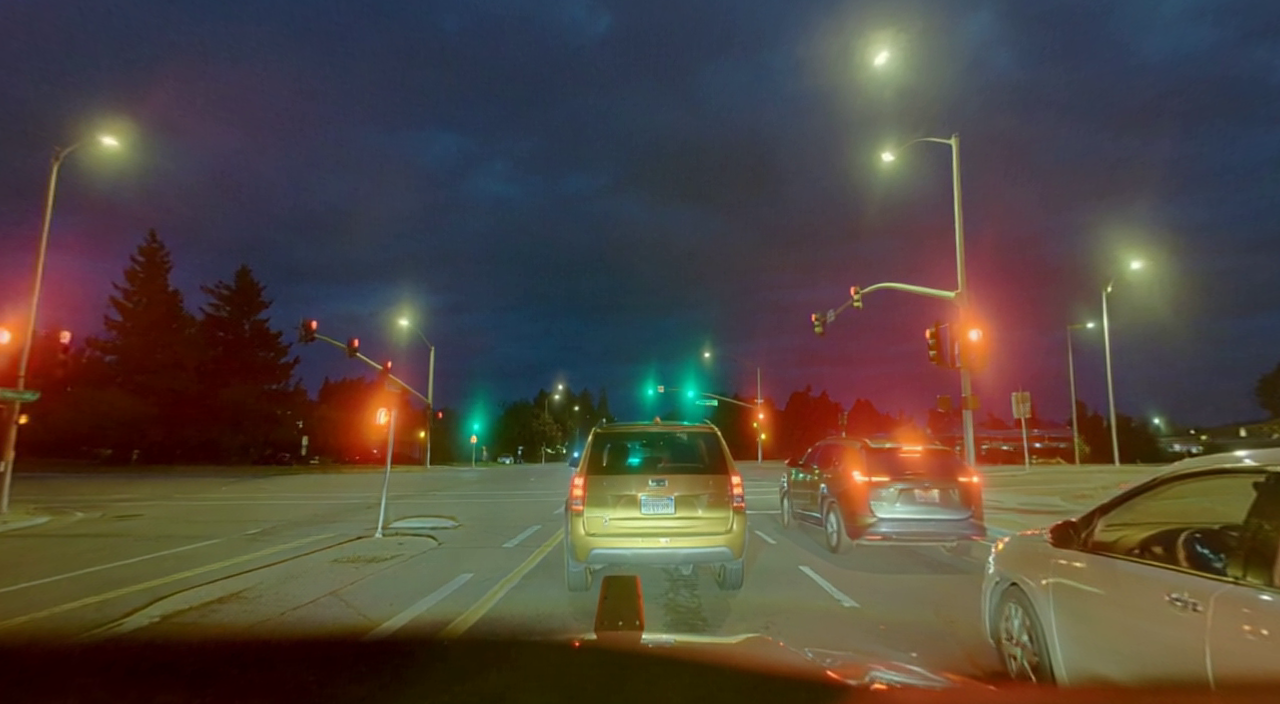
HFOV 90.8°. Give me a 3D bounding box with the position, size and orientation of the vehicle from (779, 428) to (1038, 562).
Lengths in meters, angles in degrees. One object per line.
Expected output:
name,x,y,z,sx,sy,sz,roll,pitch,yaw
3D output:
vehicle,3.514,1.928,9.318,1.861,1.495,4.215,0,-8,-2

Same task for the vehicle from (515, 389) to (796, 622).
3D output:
vehicle,0.116,1.520,7.209,2.170,1.793,4.468,0,-8,0

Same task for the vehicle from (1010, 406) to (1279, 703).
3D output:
vehicle,3.152,0.823,1.470,1.924,1.466,4.461,0,-8,1
